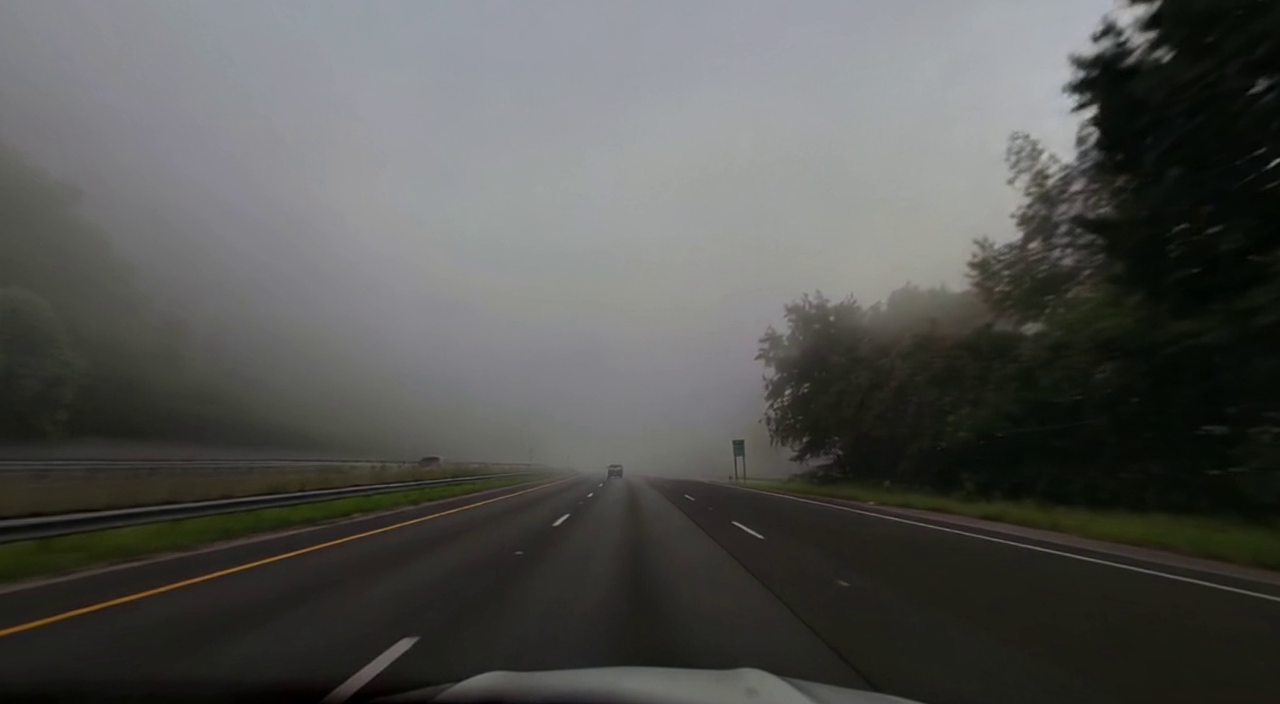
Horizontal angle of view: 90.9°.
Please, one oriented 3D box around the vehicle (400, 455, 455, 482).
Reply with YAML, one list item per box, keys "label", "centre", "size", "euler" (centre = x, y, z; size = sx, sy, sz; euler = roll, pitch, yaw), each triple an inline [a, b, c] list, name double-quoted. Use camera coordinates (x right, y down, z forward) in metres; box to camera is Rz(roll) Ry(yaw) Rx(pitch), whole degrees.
- label: "vehicle"
  centre: [-12.844, 7.089, 38.383]
  size: [1.869, 1.509, 4.350]
  euler: [1, -10, -1]
